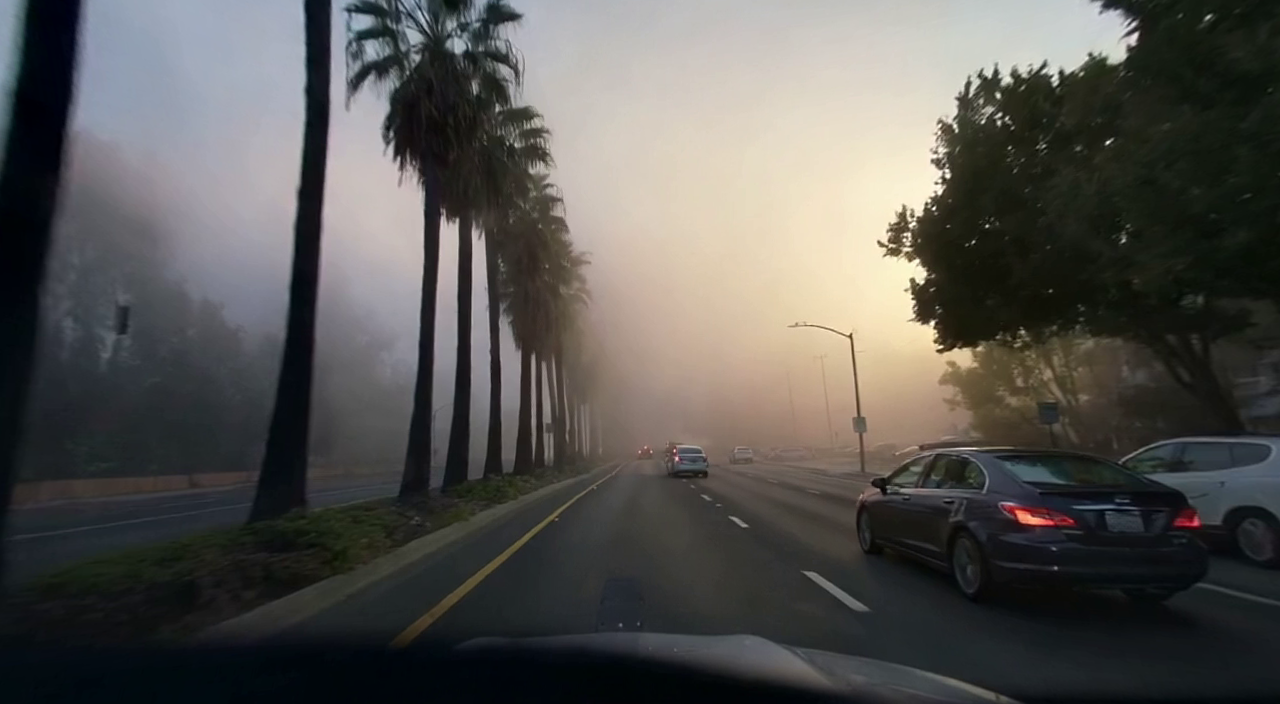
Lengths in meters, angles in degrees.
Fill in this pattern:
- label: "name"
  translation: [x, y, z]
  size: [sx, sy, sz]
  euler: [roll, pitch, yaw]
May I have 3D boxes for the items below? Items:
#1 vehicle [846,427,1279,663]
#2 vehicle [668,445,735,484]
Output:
- label: "vehicle"
  translation: [3.760, 1.541, 6.254]
  size: [1.875, 1.452, 4.453]
  euler: [0, -8, -1]
- label: "vehicle"
  translation: [2.394, 4.513, 25.744]
  size: [2.031, 1.444, 4.361]
  euler: [0, -8, -4]
